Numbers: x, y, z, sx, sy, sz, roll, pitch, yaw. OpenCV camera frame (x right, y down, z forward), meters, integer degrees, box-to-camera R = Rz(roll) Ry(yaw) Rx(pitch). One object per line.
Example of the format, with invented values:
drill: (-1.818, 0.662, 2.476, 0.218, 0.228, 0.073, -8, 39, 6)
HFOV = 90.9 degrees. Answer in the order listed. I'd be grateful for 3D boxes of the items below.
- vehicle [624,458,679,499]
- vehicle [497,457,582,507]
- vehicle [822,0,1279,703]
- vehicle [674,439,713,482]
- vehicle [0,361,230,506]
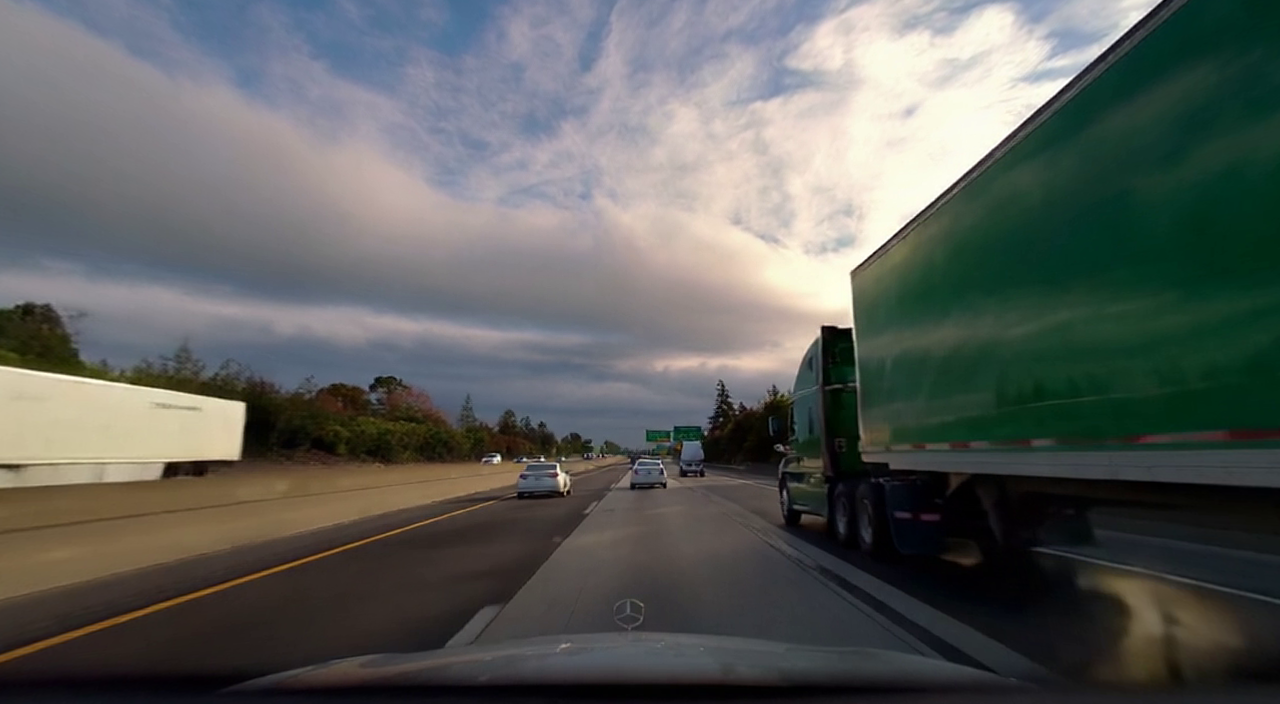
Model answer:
vehicle: (0.450, 5.213, 26.369, 2.089, 1.516, 4.191, 0, -9, 0)
vehicle: (-3.241, 4.299, 21.235, 2.105, 1.467, 4.099, 0, -9, 1)
vehicle: (4.754, 0.143, 4.597, 2.877, 4.035, 13.897, 0, -9, 1)
vehicle: (4.102, 8.178, 47.441, 2.650, 2.978, 6.937, -1, -10, 7)
vehicle: (-19.741, 2.777, 20.710, 2.874, 4.090, 14.180, 0, -9, 0)
